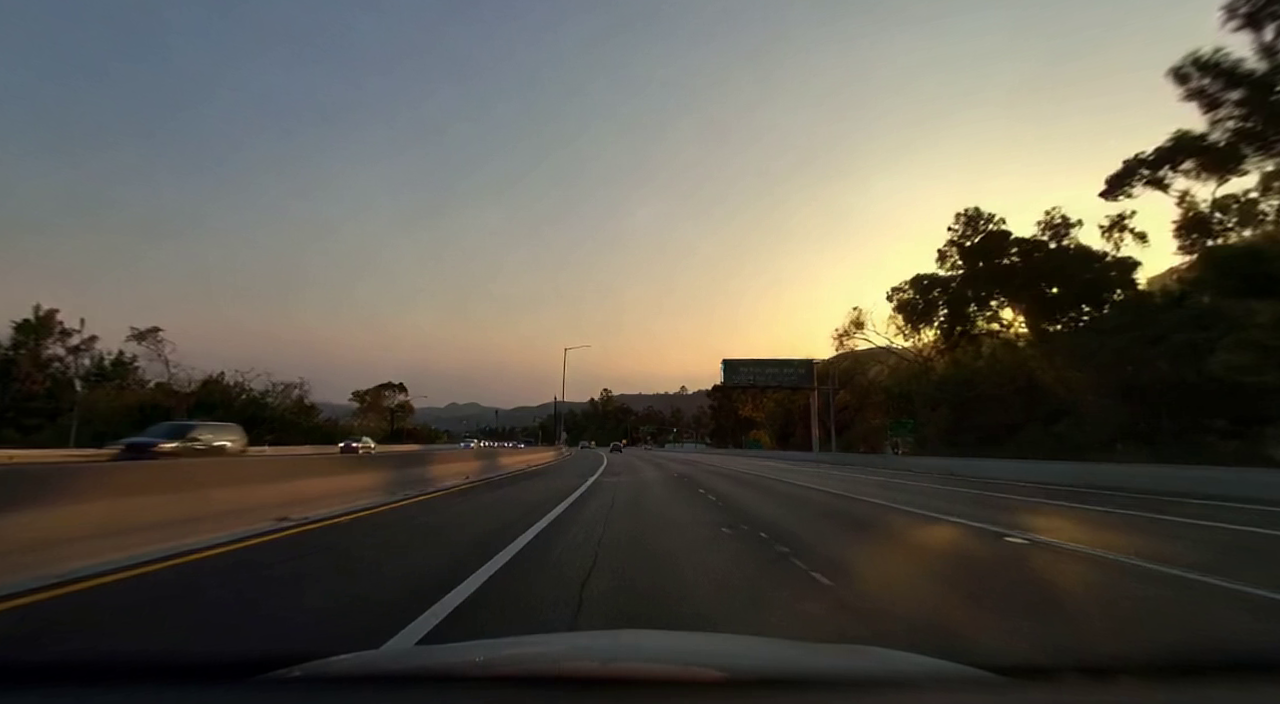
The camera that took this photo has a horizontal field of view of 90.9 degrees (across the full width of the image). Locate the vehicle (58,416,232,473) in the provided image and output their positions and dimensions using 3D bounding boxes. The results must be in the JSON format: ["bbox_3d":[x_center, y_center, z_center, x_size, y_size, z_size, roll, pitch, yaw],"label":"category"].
[{"bbox_3d":[-17.301,3.303,22.480,2.288,1.800,4.812,0,-8,-1],"label":"vehicle"}]
